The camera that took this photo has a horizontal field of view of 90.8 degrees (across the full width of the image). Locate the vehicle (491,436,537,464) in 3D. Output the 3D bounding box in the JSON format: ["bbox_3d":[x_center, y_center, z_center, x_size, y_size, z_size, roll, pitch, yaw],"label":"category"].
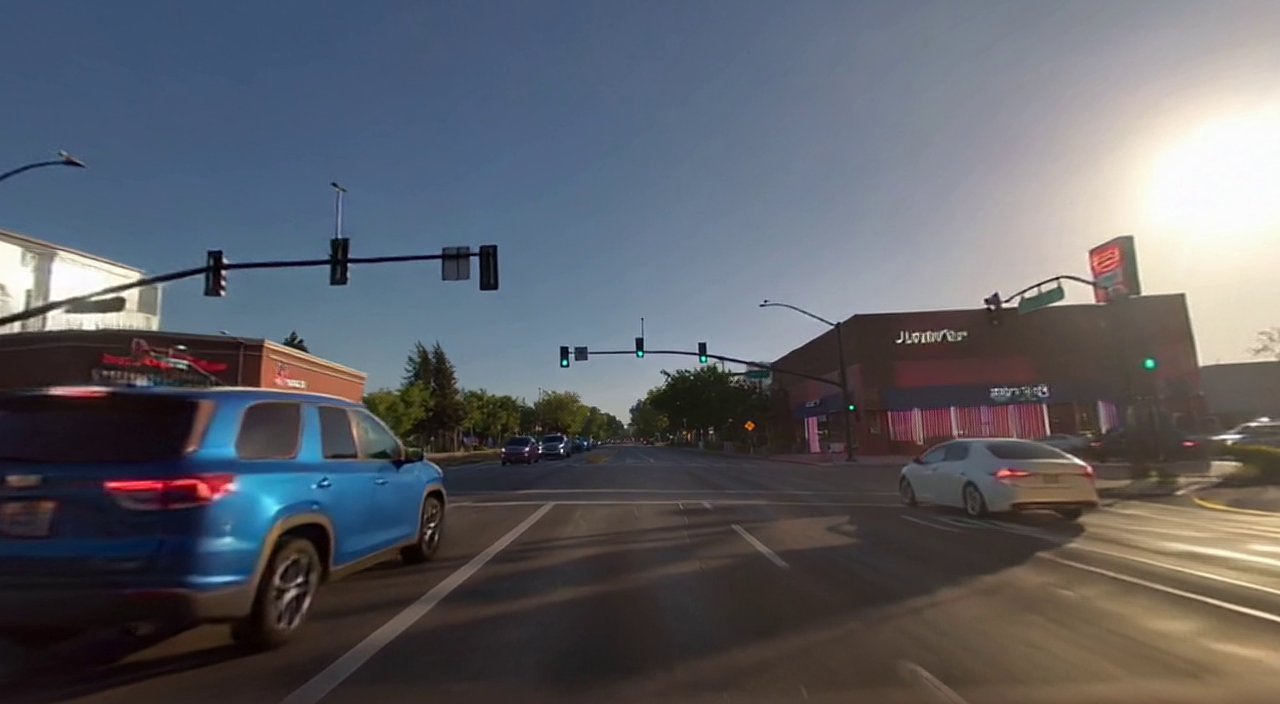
[{"bbox_3d":[-8.591,6.757,43.601,2.273,1.791,4.809,0,-8,-1],"label":"vehicle"}]

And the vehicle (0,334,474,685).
[{"bbox_3d":[-3.367,1.201,5.962,2.313,1.883,5.016,0,-9,-1],"label":"vehicle"}]

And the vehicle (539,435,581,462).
[{"bbox_3d":[-5.603,6.865,44.917,2.384,1.787,5.038,0,-8,-1],"label":"vehicle"}]

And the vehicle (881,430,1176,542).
[{"bbox_3d":[6.124,2.150,10.880,1.972,1.476,4.775,0,-8,-1],"label":"vehicle"}]
